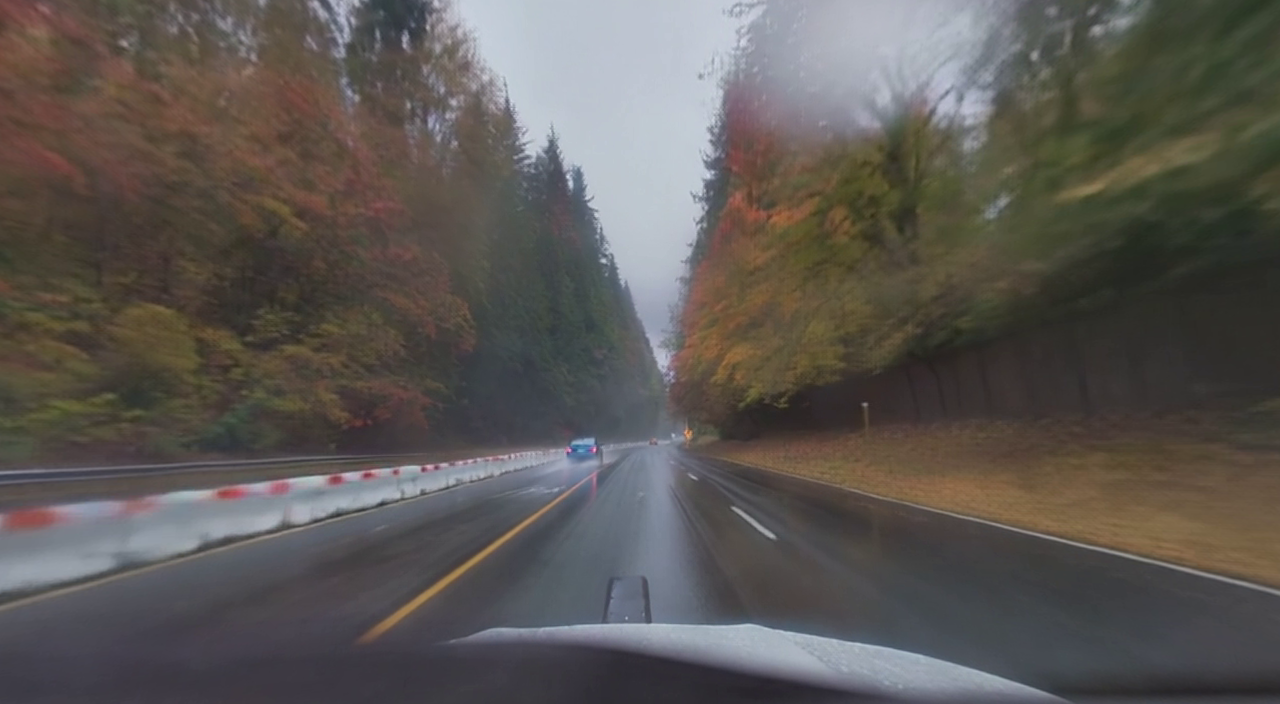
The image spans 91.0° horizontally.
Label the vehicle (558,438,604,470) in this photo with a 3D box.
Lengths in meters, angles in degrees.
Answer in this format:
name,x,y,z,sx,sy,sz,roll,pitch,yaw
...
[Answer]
name,x,y,z,sx,sy,sz,roll,pitch,yaw
vehicle,-2.901,5.141,31.897,1.902,1.505,4.016,0,-8,0
